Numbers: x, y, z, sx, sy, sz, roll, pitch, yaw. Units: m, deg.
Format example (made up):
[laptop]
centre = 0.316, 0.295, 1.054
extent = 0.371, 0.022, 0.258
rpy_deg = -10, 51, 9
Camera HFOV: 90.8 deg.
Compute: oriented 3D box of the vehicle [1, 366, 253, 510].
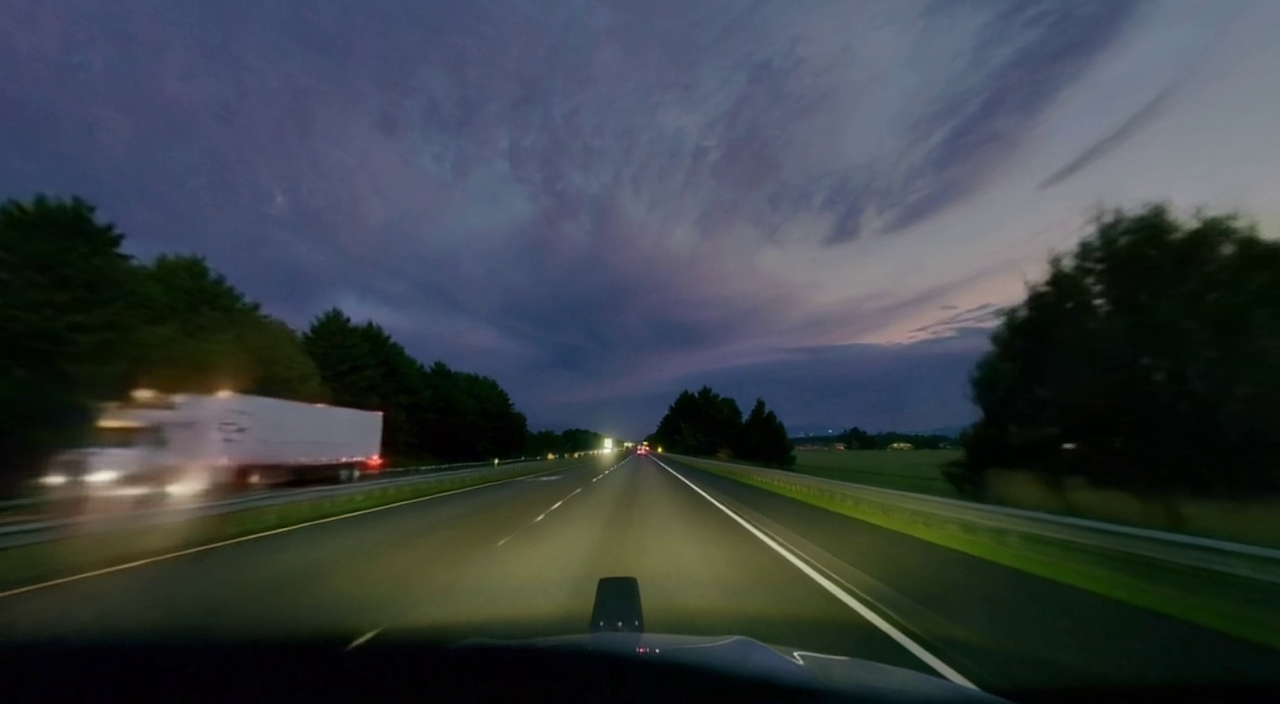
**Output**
[vehicle]
centre = -15.788, 2.769, 20.199
extent = 2.956, 3.925, 5.821
rpy_deg = 0, -9, -1
